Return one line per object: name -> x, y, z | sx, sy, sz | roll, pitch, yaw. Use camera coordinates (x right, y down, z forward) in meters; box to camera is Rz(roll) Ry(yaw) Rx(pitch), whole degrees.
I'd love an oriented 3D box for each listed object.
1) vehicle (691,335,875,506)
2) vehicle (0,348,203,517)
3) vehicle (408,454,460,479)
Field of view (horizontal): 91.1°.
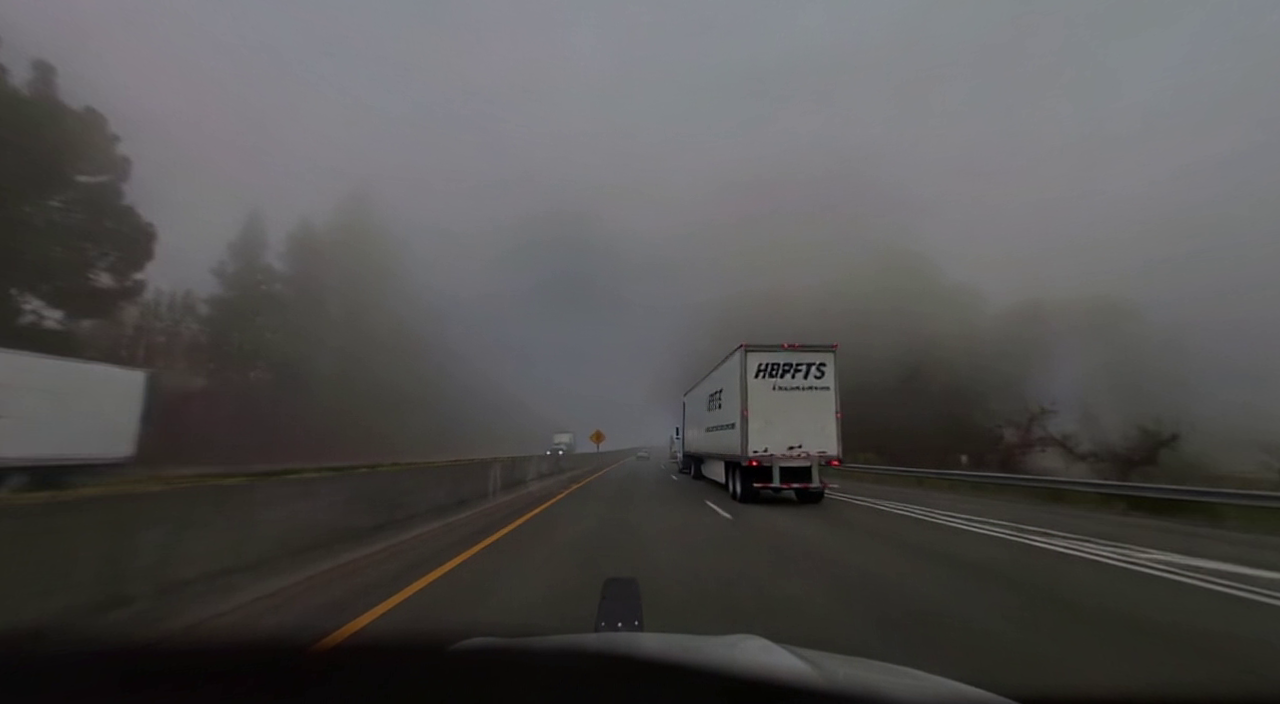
vehicle -> 3.914, 2.690, 21.907 | 2.926, 4.060, 14.068 | 0, -9, -1
vehicle -> -17.056, 1.958, 15.264 | 2.807, 4.089, 13.887 | 0, -9, 0
vehicle -> -12.695, 7.077, 39.023 | 1.831, 1.460, 4.183 | 0, -9, 0
